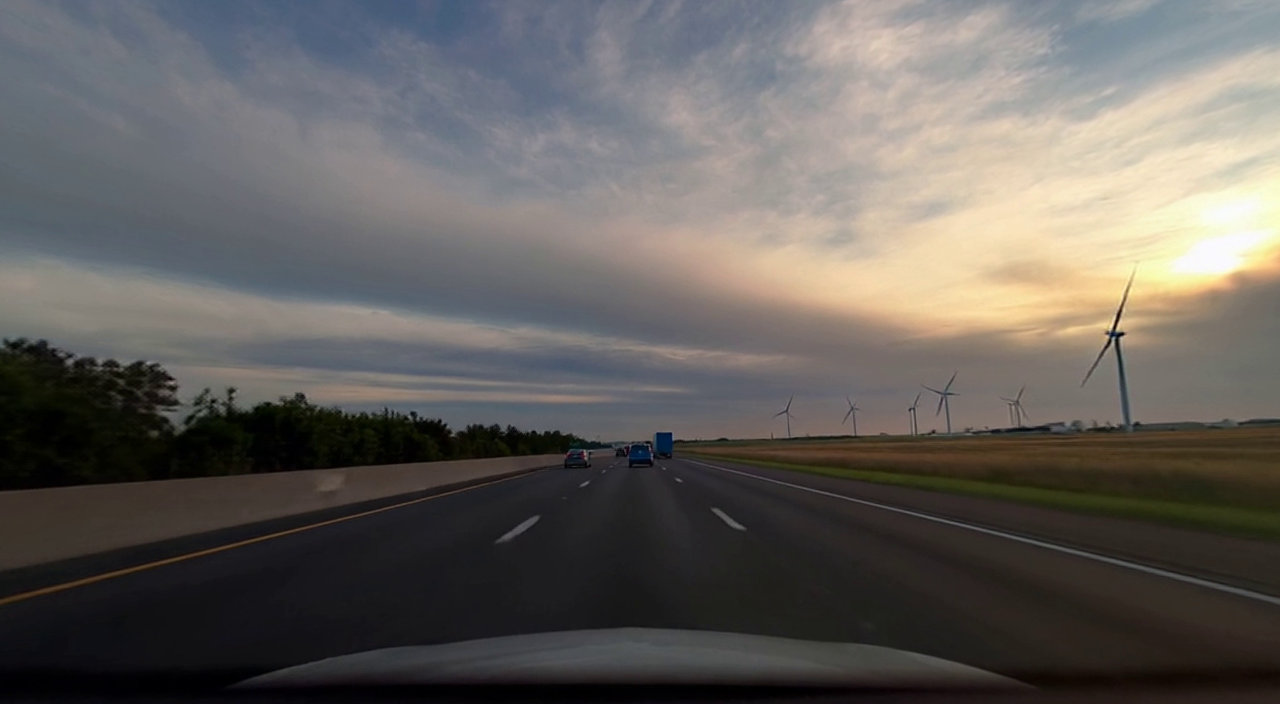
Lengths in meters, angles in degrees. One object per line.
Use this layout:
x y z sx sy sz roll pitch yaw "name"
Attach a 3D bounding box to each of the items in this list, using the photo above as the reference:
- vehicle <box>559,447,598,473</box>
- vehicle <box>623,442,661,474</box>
-3.809 6.726 39.424 1.984 1.491 4.341 0 -9 0 "vehicle"
0.106 6.114 36.473 2.083 1.689 4.083 0 -9 0 "vehicle"
